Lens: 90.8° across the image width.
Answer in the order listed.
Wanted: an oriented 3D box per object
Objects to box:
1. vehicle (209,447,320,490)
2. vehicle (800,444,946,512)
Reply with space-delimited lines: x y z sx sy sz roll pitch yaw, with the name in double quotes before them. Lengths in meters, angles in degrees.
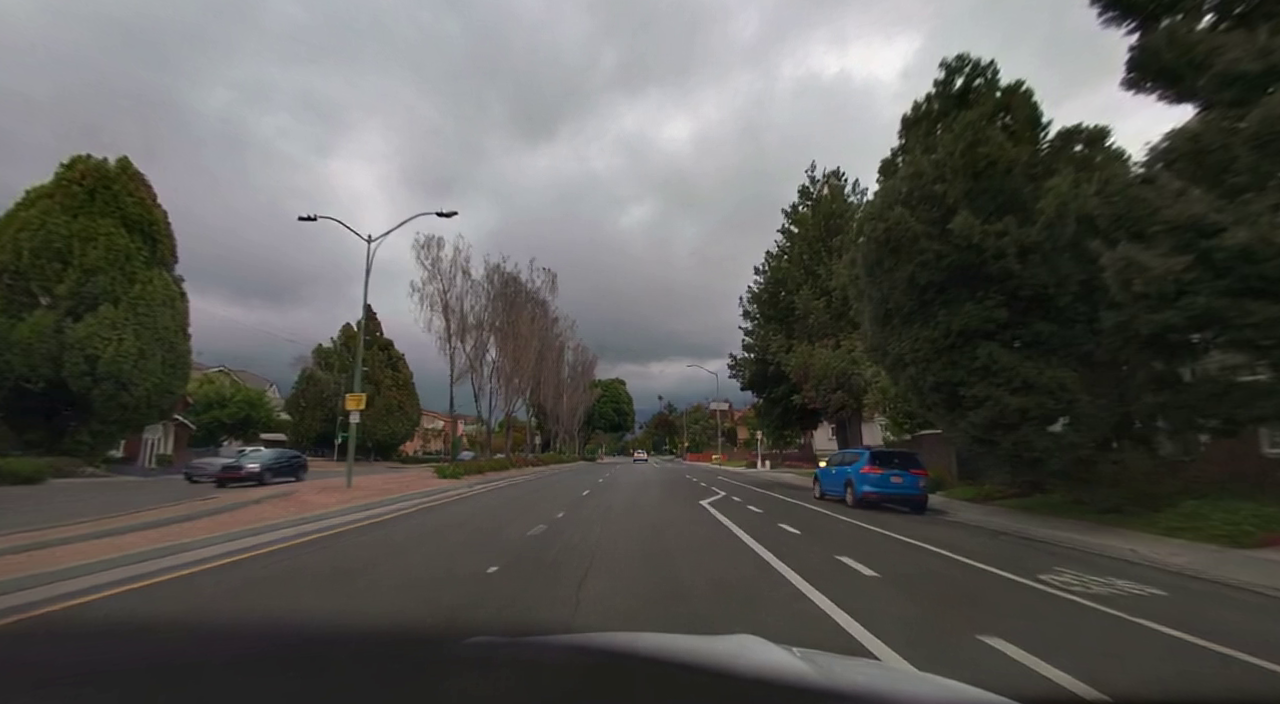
"vehicle" -16.415 5.066 27.976 2.060 1.721 4.479 0 -9 1
"vehicle" 5.885 3.214 16.653 2.041 1.519 4.481 0 -9 -1
